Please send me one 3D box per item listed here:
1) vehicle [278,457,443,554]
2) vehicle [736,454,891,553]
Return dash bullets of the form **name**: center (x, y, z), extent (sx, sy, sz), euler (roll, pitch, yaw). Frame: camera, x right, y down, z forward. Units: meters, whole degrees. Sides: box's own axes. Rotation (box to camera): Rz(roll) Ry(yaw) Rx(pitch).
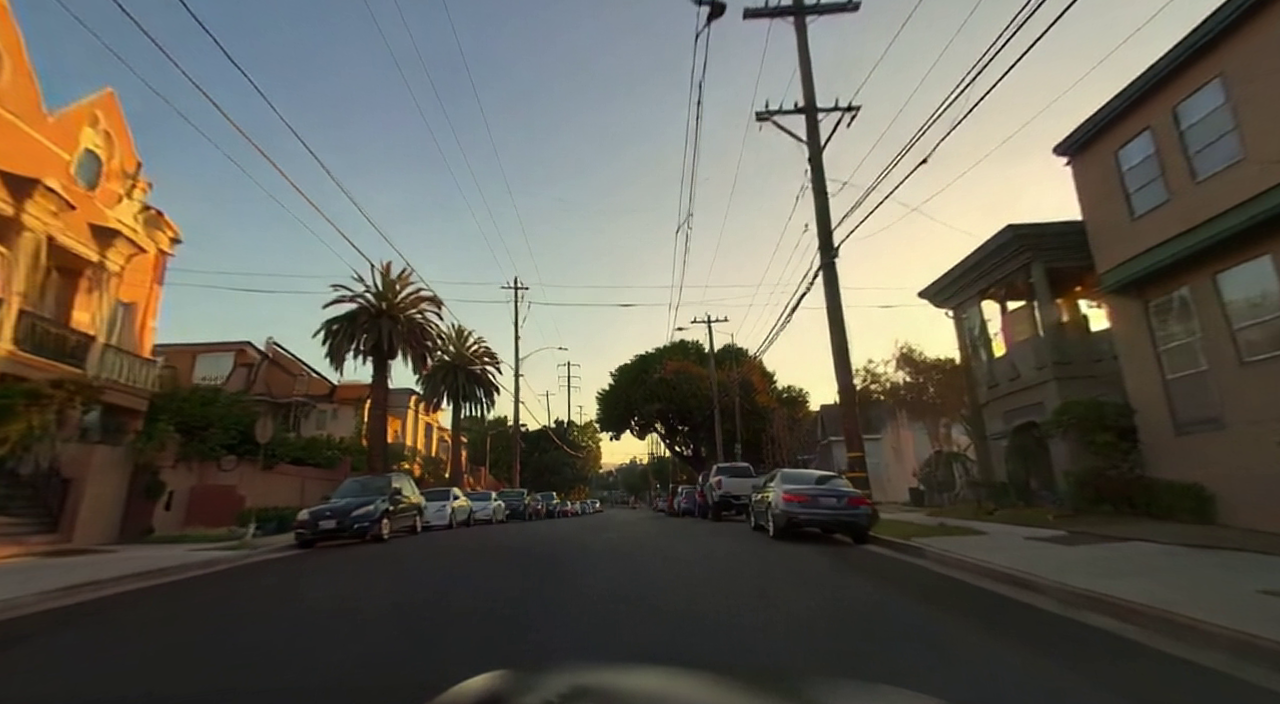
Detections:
- **vehicle**: center (-6.521, 3.560, 15.486), extent (1.933, 1.824, 5.142), euler (0, -8, -3)
- **vehicle**: center (3.048, 2.713, 11.953), extent (1.756, 1.455, 3.965), euler (0, -8, -1)
